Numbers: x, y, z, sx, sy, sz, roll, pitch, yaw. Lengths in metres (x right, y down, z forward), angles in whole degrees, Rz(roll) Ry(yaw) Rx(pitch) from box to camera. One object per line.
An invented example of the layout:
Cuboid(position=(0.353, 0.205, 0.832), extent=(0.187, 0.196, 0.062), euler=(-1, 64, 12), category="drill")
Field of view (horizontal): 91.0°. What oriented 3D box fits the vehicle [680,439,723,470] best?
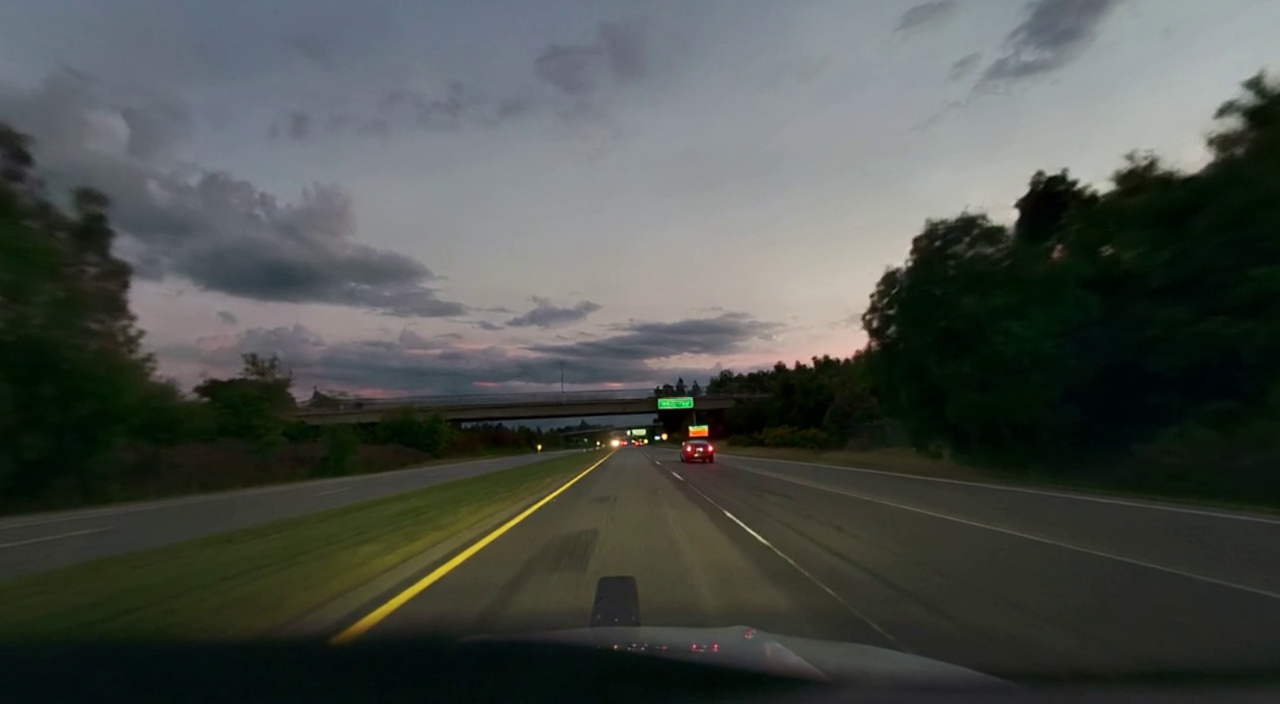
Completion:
Cuboid(position=(3.116, 5.249, 32.511), extent=(1.781, 1.470, 3.540), euler=(0, -8, -2), category="vehicle")
